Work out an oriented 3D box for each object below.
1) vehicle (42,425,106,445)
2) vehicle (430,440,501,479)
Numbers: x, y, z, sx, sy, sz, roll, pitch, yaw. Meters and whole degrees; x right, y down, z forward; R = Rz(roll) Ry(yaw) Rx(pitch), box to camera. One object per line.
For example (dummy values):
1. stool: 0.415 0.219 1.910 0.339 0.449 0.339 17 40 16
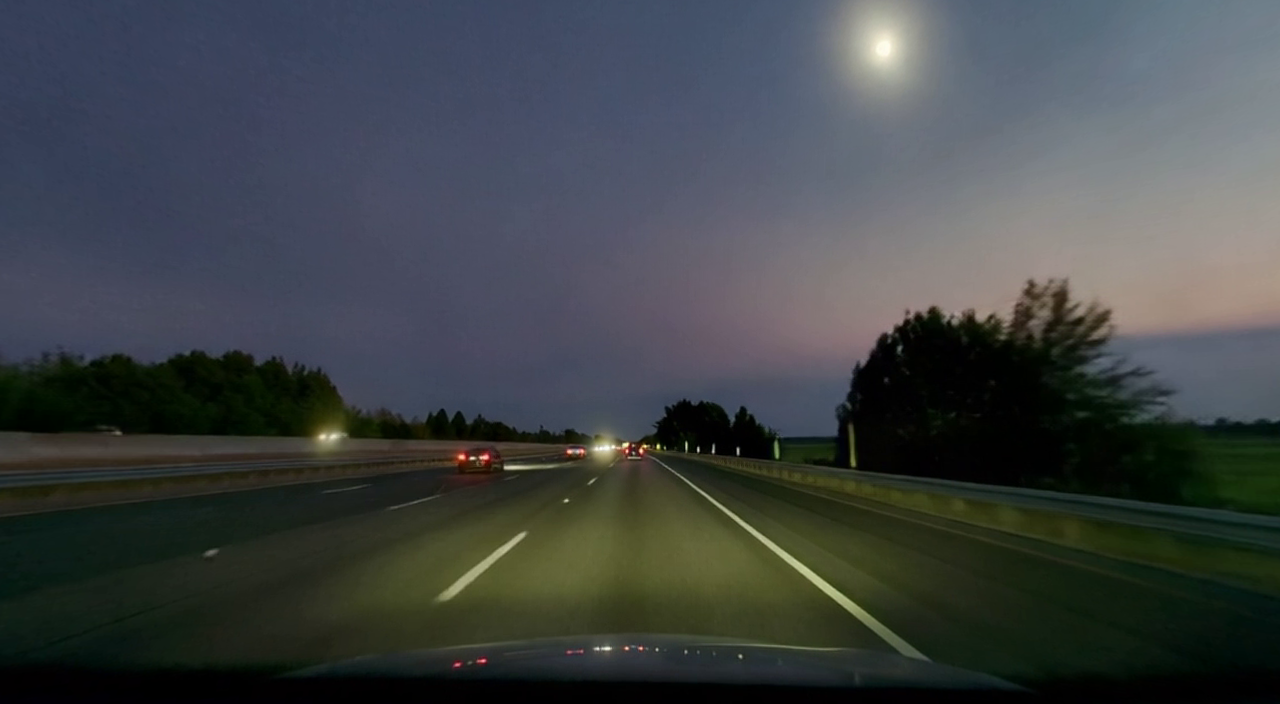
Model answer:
1. vehicle: -42.444 6.255 47.368 1.565 1.397 3.499 0 -8 0
2. vehicle: -7.624 4.719 27.949 1.972 1.603 3.891 0 -8 0
